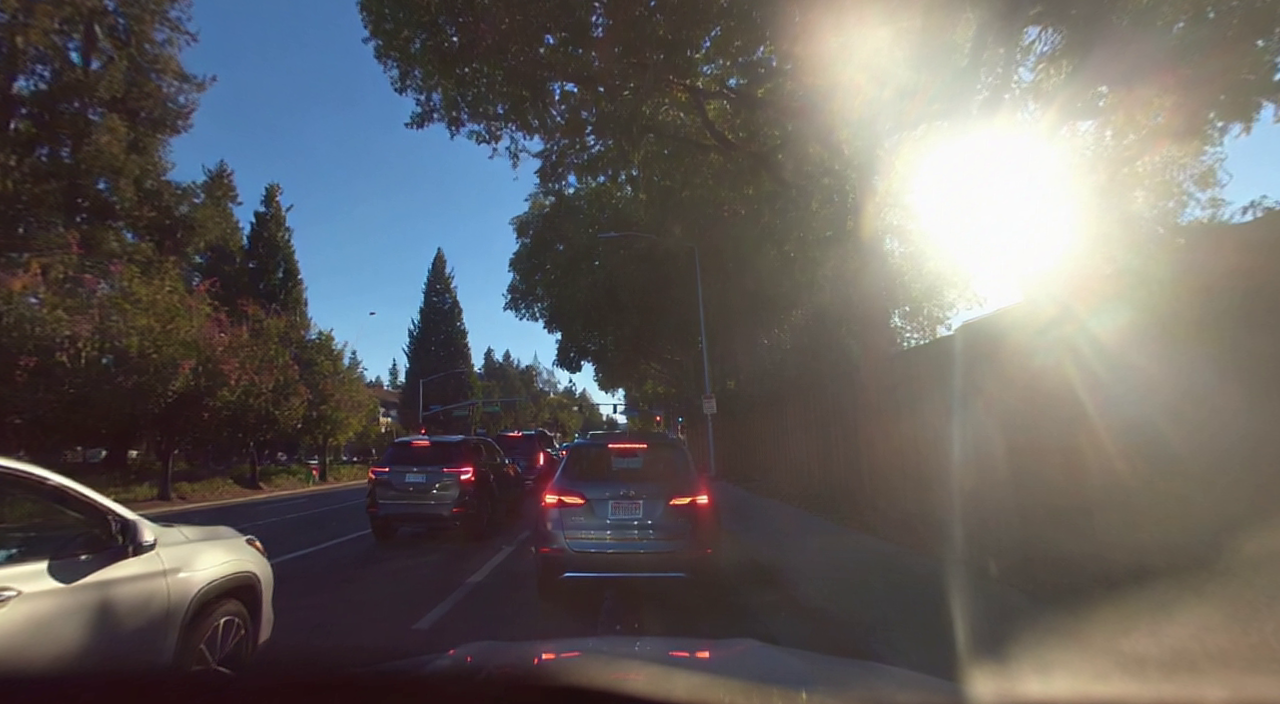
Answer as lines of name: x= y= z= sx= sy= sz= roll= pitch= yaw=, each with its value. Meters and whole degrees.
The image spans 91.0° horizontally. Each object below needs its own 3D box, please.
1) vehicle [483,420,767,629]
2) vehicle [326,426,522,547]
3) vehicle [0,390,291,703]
vehicle: x=-0.135 y=1.506 z=6.441 sx=1.995 sy=1.460 sz=3.865 roll=0 pitch=-8 yaw=-1
vehicle: x=-3.222 y=2.062 z=10.256 sx=1.850 sy=1.582 sz=3.688 roll=0 pitch=-8 yaw=0
vehicle: x=-3.188 y=0.812 z=1.577 sx=1.980 sy=1.520 sz=4.636 roll=0 pitch=-8 yaw=0
